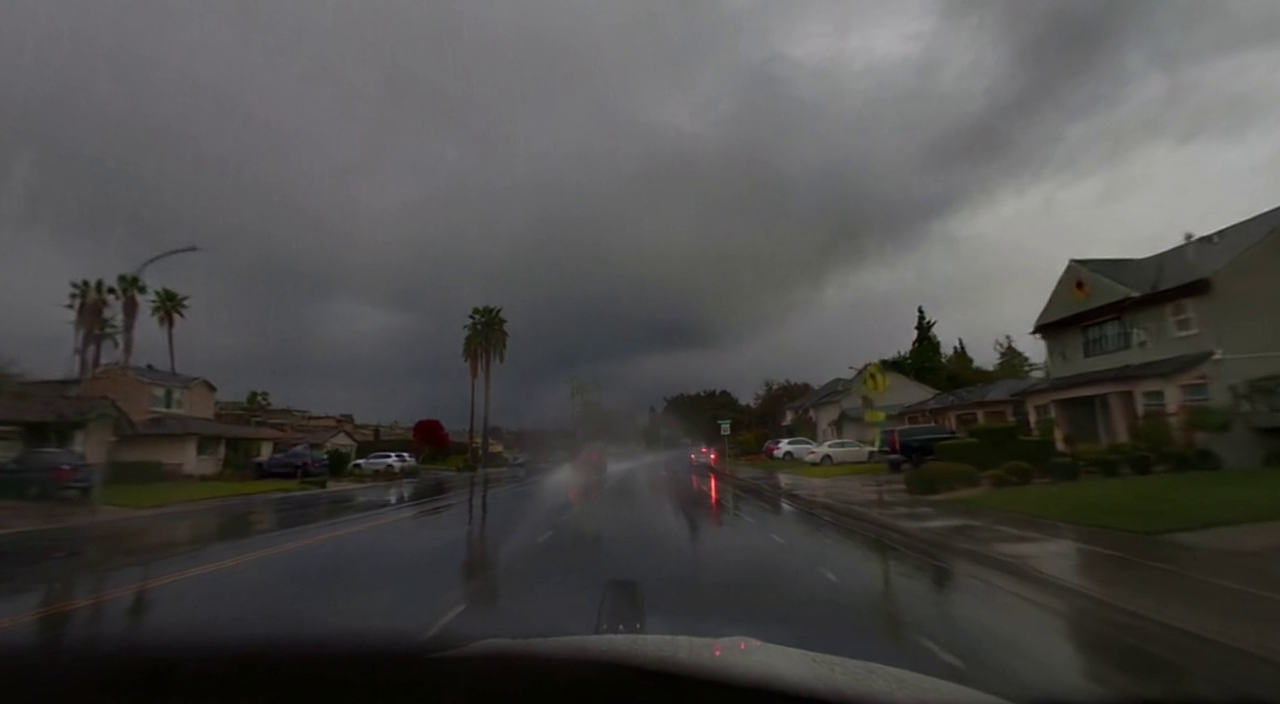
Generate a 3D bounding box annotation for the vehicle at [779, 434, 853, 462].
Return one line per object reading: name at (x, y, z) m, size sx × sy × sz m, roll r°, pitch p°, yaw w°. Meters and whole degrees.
vehicle at (12.436, 6.865, 45.023) m, size 4.710 × 1.731 × 1.972 m, roll -4°, pitch -10°, yaw 7°

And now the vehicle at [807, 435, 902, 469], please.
vehicle at (11.714, 5.475, 34.712) m, size 4.454 × 1.499 × 1.821 m, roll -3°, pitch -9°, yaw -3°

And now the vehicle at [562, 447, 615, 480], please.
vehicle at (-2.377, 5.271, 30.153) m, size 2.035 × 1.474 × 4.284 m, roll 0°, pitch -9°, yaw 2°

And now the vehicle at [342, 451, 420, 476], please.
vehicle at (-19.493, 8.408, 47.696) m, size 4.992 × 1.779 × 1.928 m, roll 0°, pitch -9°, yaw 3°

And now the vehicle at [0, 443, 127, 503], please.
vehicle at (-21.073, 4.084, 21.593) m, size 4.942 × 1.932 × 2.247 m, roll 1°, pitch -9°, yaw -4°

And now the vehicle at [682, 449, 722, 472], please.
vehicle at (4.127, 7.295, 42.610) m, size 2.025 × 1.456 × 4.865 m, roll 1°, pitch -9°, yaw -2°

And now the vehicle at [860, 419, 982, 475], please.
vehicle at (11.343, 3.811, 25.488) m, size 4.531 × 1.864 × 2.037 m, roll 0°, pitch -10°, yaw -31°
